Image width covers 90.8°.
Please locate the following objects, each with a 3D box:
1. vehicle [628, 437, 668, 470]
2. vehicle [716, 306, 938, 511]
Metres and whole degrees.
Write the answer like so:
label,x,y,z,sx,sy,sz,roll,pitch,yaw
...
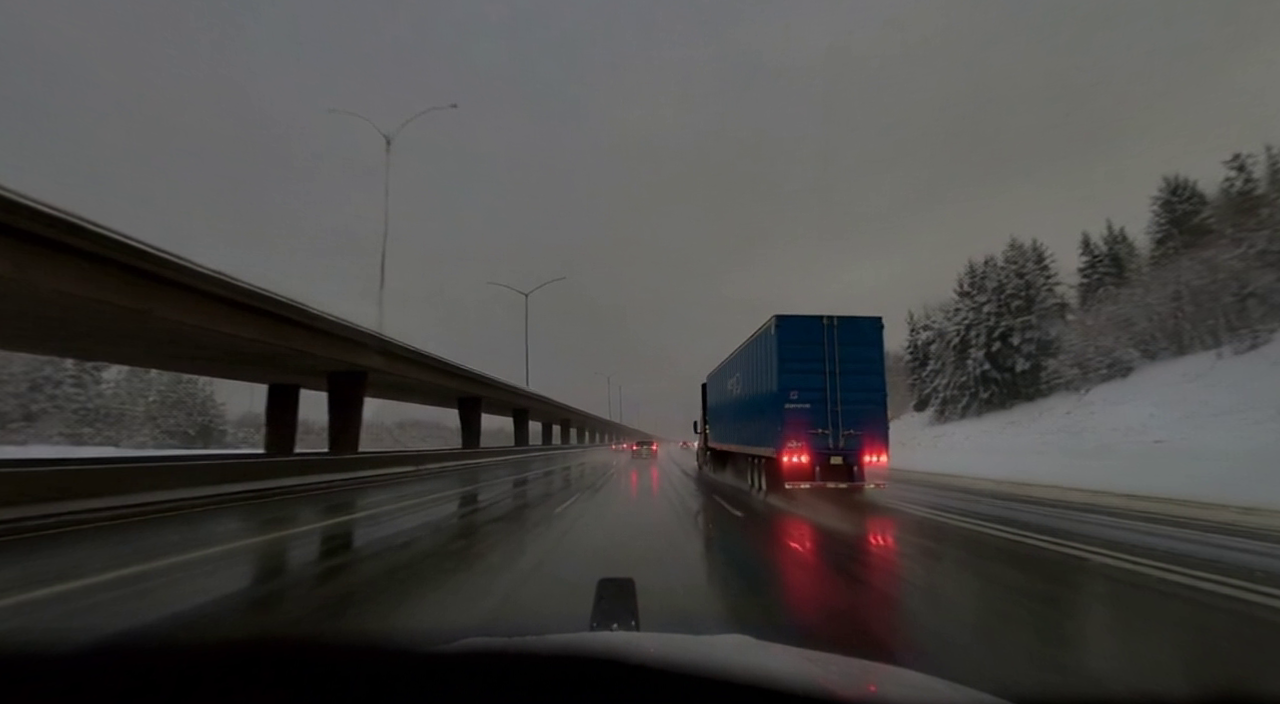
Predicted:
label,x,y,z,sx,sy,sz,roll,pitch,yaw
vehicle,0.447,5.691,35.481,2.077,1.716,4.514,0,-9,1
vehicle,4.280,1.818,17.573,2.964,4.063,10.072,0,-9,0
